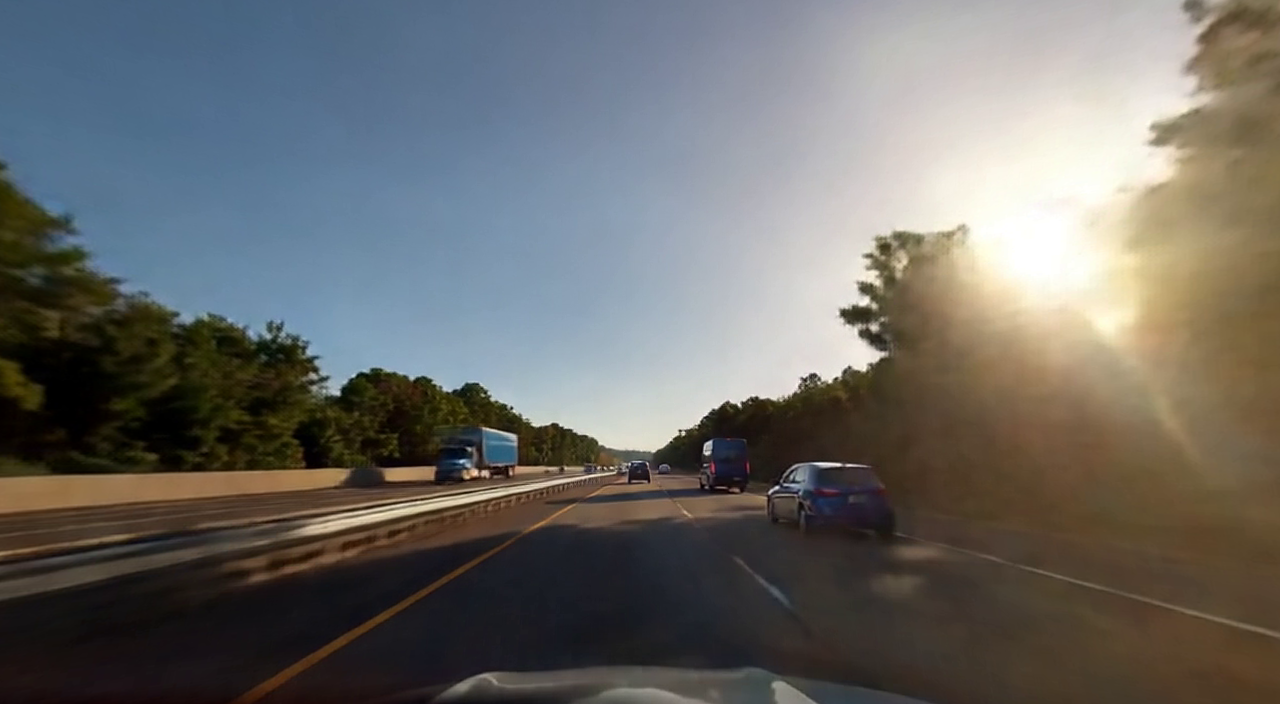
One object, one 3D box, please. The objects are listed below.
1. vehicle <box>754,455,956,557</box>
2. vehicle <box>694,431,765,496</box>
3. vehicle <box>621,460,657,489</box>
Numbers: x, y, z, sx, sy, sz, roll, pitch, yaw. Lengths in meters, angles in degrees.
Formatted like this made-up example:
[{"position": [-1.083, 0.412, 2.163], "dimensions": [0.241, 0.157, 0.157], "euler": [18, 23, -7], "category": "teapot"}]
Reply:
[{"position": [3.763, 2.833, 12.229], "dimensions": [2.073, 1.532, 4.969], "euler": [1, -10, -1], "category": "vehicle"}, {"position": [4.446, 5.803, 32.736], "dimensions": [2.563, 2.975, 6.941], "euler": [1, -10, -1], "category": "vehicle"}, {"position": [-0.072, 7.940, 40.850], "dimensions": [2.212, 1.717, 4.452], "euler": [1, -10, 0], "category": "vehicle"}]
